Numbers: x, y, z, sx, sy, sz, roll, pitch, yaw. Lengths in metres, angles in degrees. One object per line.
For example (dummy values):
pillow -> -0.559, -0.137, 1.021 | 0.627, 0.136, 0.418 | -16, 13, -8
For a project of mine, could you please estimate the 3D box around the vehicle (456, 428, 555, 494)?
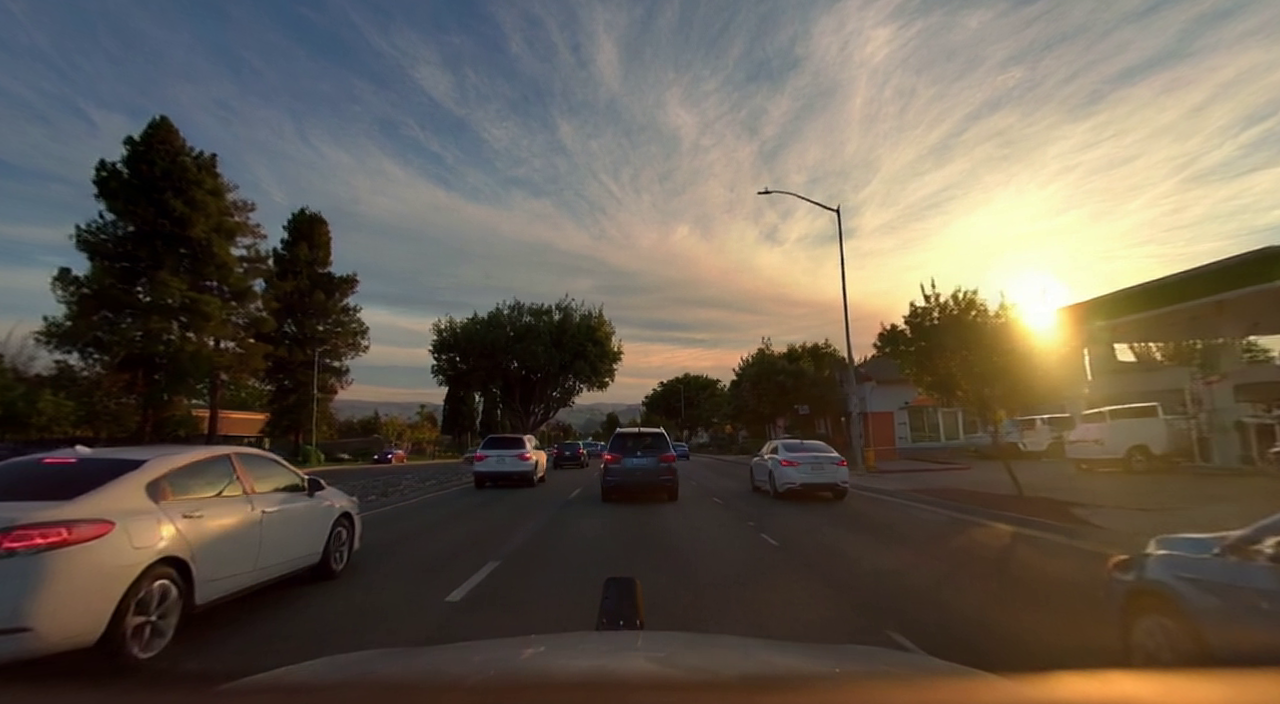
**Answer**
vehicle -> -3.768, 3.122, 18.432 | 1.932, 1.695, 4.150 | 0, -8, 0

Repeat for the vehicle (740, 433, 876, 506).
vehicle -> 3.785, 2.728, 15.146 | 1.888, 1.456, 4.589 | 0, -8, -1

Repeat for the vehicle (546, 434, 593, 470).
vehicle -> -3.550, 5.112, 32.423 | 1.871, 1.673, 3.920 | 0, -8, 1

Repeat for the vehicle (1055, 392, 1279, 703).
vehicle -> 3.390, 0.749, 1.309 | 1.976, 1.492, 4.436 | 0, -8, -1

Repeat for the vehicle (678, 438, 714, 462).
vehicle -> 3.688, 6.501, 41.960 | 1.926, 1.522, 3.852 | 0, -8, -2

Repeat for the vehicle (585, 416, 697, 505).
vehicle -> 0.011, 2.524, 15.086 | 2.279, 1.803, 4.254 | 0, -8, 0

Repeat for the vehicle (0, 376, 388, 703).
vehicle -> -3.594, 1.175, 4.588 | 1.864, 1.574, 4.031 | 0, -8, 0
